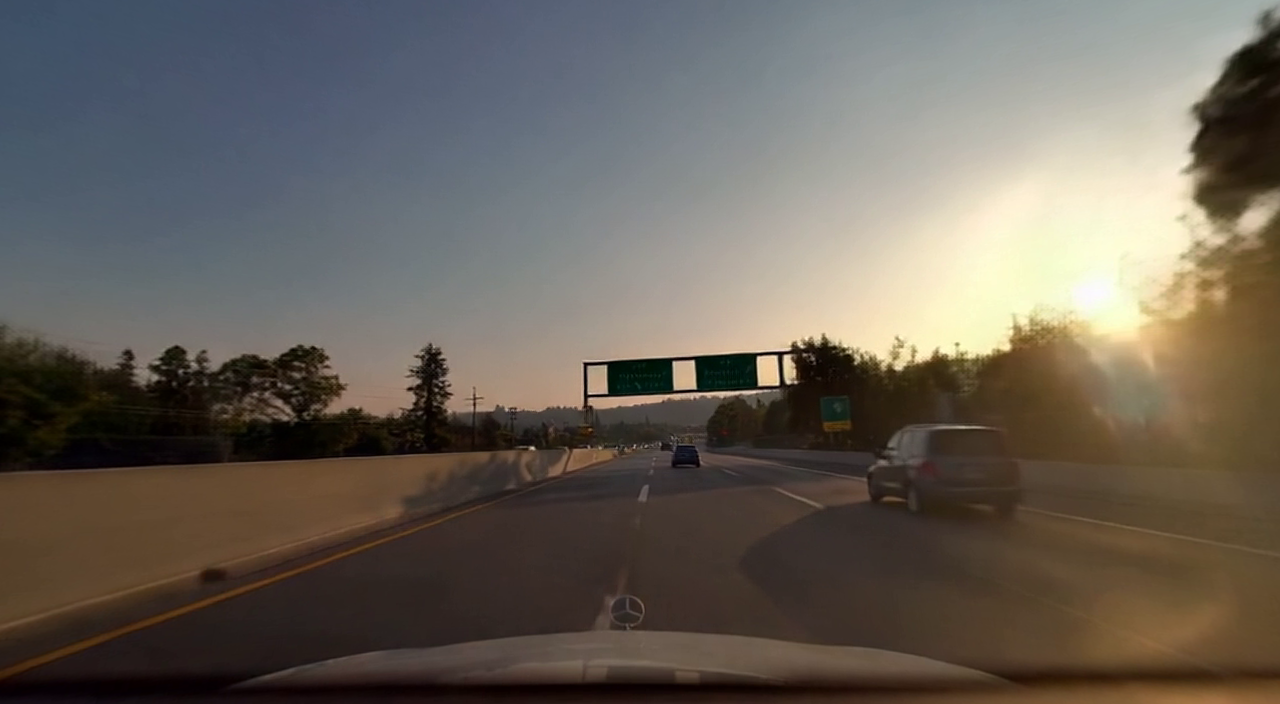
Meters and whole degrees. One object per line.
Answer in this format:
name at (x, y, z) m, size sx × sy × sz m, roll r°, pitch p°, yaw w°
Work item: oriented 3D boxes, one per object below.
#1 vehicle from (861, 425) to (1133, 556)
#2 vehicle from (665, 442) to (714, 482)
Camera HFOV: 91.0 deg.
vehicle at (5.060, 1.983, 9.775) m, size 1.770 × 1.566 × 4.282 m, roll 0°, pitch -8°, yaw 1°
vehicle at (1.838, 4.199, 24.358) m, size 1.683 × 1.400 × 3.868 m, roll -1°, pitch -8°, yaw 2°
